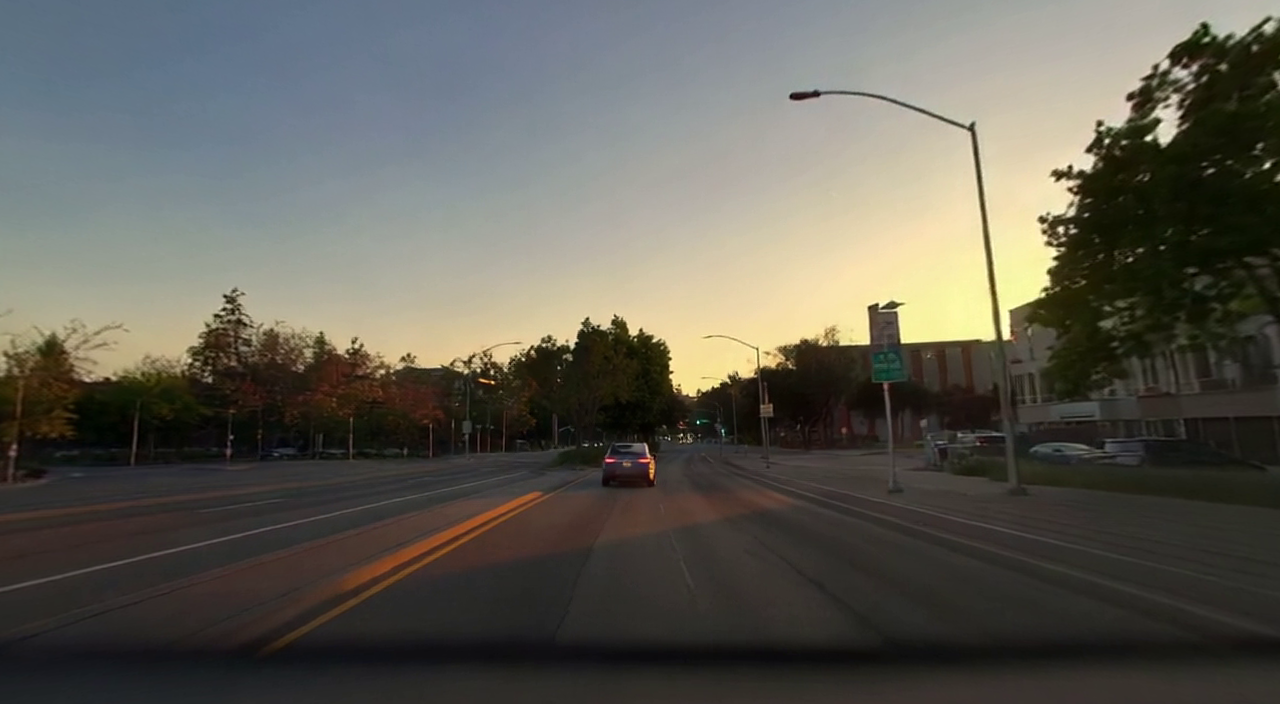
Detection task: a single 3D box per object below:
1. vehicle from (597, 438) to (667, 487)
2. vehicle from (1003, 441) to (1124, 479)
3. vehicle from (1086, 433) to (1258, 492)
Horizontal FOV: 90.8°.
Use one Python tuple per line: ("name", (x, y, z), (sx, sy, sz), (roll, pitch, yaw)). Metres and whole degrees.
("vehicle", (-0.193, 3.708, 21.503), (2.133, 1.481, 4.276), (0, -8, 1))
("vehicle", (17.516, 4.470, 26.471), (1.857, 1.441, 4.721), (0, -8, 1))
("vehicle", (17.429, 3.596, 21.068), (1.942, 1.690, 4.453), (-2, -8, 3))
